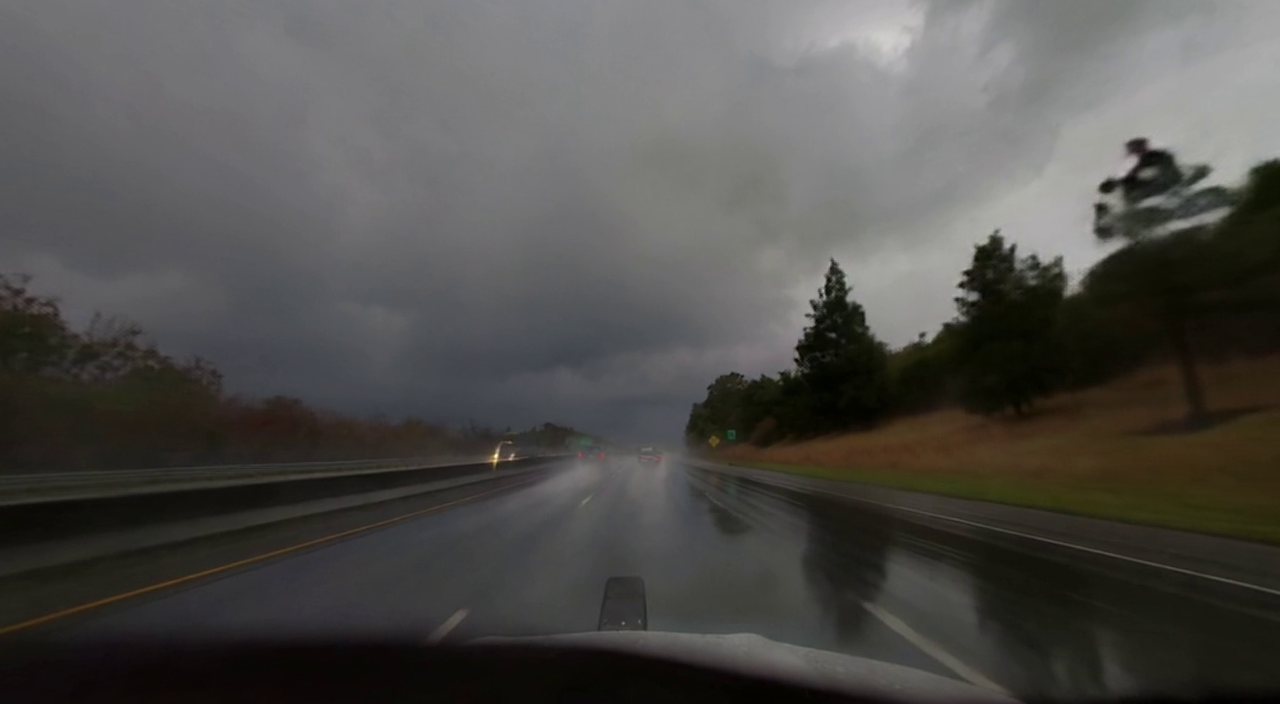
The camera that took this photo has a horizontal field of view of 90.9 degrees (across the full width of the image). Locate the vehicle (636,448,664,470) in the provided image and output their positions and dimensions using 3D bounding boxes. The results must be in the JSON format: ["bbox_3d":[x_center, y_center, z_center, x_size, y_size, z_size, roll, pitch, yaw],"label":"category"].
[{"bbox_3d":[0.750,8.073,47.658,2.036,1.519,4.225,0,-9,0],"label":"vehicle"}]

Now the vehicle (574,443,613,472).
[{"bbox_3d":[-2.972,6.844,40.937,2.143,1.770,4.283,0,-9,1],"label":"vehicle"}]
